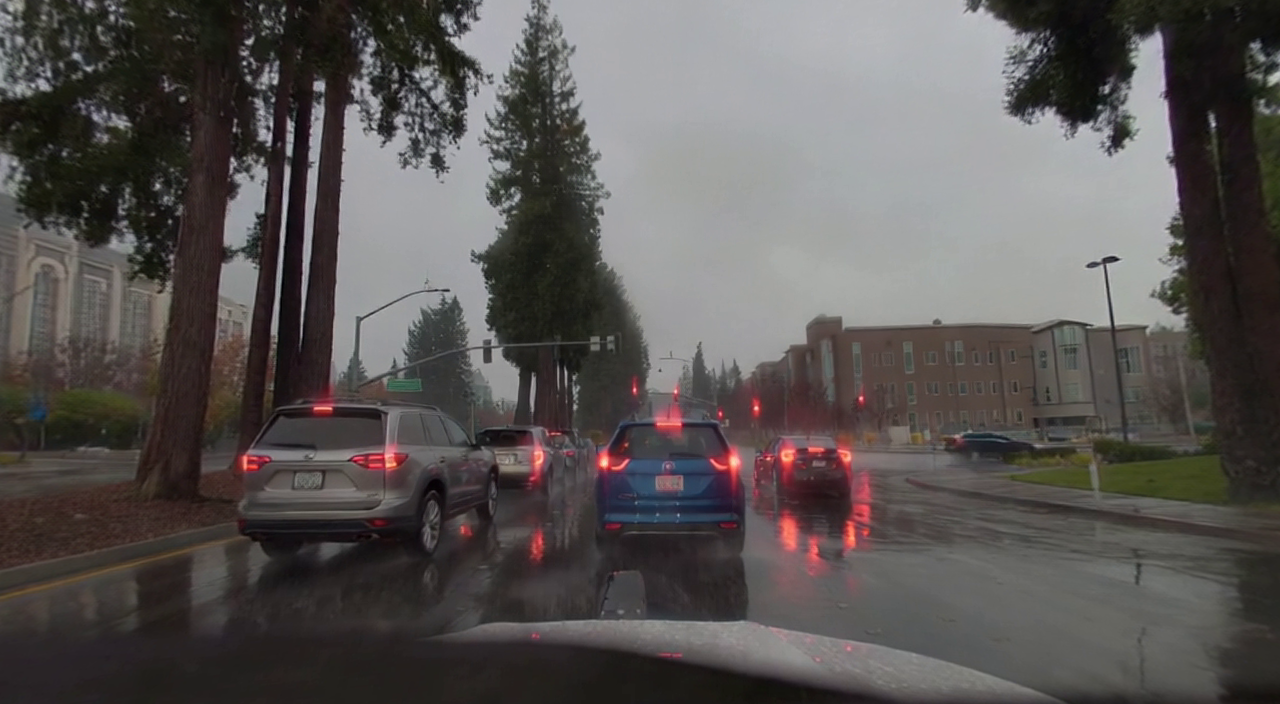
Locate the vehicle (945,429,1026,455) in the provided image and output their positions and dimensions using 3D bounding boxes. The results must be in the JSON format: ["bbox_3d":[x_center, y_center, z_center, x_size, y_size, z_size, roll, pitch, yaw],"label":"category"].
[{"bbox_3d":[23.293,6.090,42.652,4.629,1.687,1.824,-4,-9,24],"label":"vehicle"}]

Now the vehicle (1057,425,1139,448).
[{"bbox_3d":[33.450,6.248,46.143,4.632,1.580,1.801,-5,-10,30],"label":"vehicle"}]

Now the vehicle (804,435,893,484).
[{"bbox_3d":[7.449,3.861,22.972,2.067,1.599,4.251,-1,-8,5],"label":"vehicle"}]

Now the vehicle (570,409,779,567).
[{"bbox_3d":[0.386,1.746,8.774,2.189,1.649,4.171,0,-8,1],"label":"vehicle"}]

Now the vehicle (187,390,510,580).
[{"bbox_3d":[-3.254,1.595,8.283,2.085,1.812,4.388,0,-8,0],"label":"vehicle"}]
